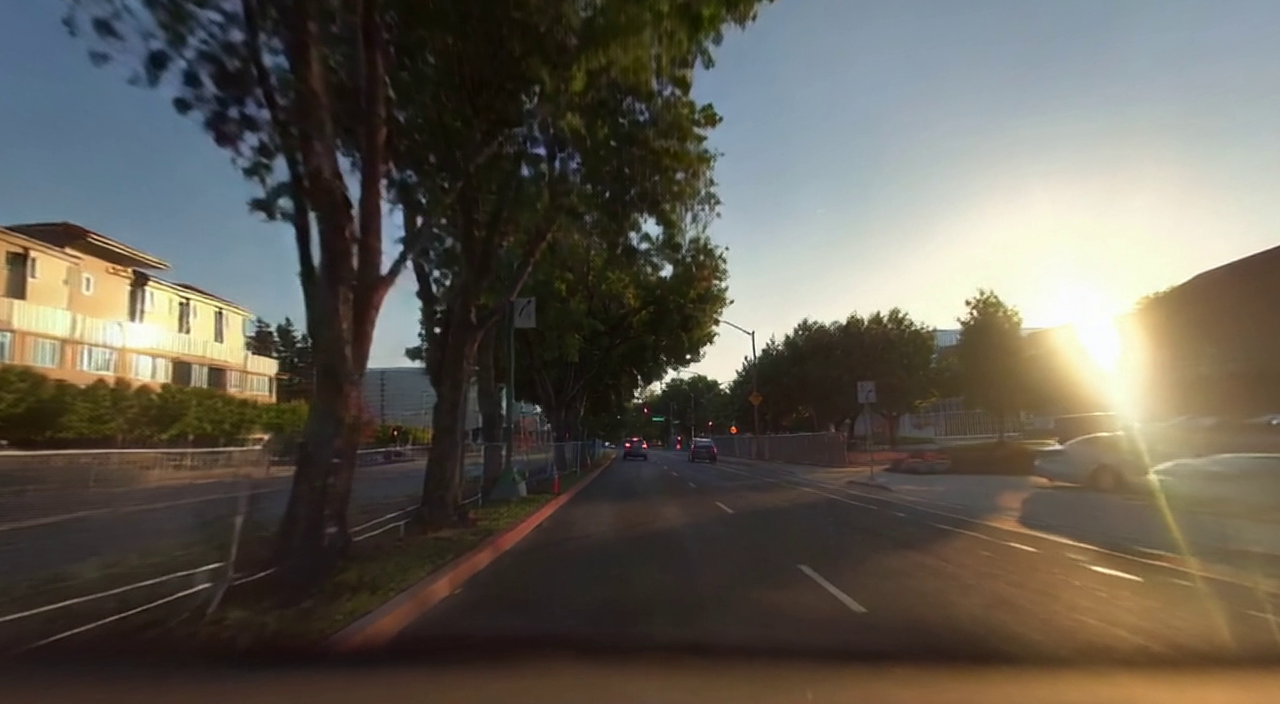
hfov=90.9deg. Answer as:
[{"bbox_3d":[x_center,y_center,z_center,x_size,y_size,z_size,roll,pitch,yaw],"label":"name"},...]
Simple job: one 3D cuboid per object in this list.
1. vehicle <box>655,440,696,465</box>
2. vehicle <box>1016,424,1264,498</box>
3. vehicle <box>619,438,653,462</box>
[{"bbox_3d":[2.340,6.404,40.415,1.974,1.490,4.231,-2,-9,12],"label":"vehicle"},{"bbox_3d":[12.251,2.662,15.931,1.948,1.466,4.520,-1,-7,-15],"label":"vehicle"},{"bbox_3d":[-0.249,7.230,46.760,2.000,1.671,4.276,-1,-8,6],"label":"vehicle"}]
